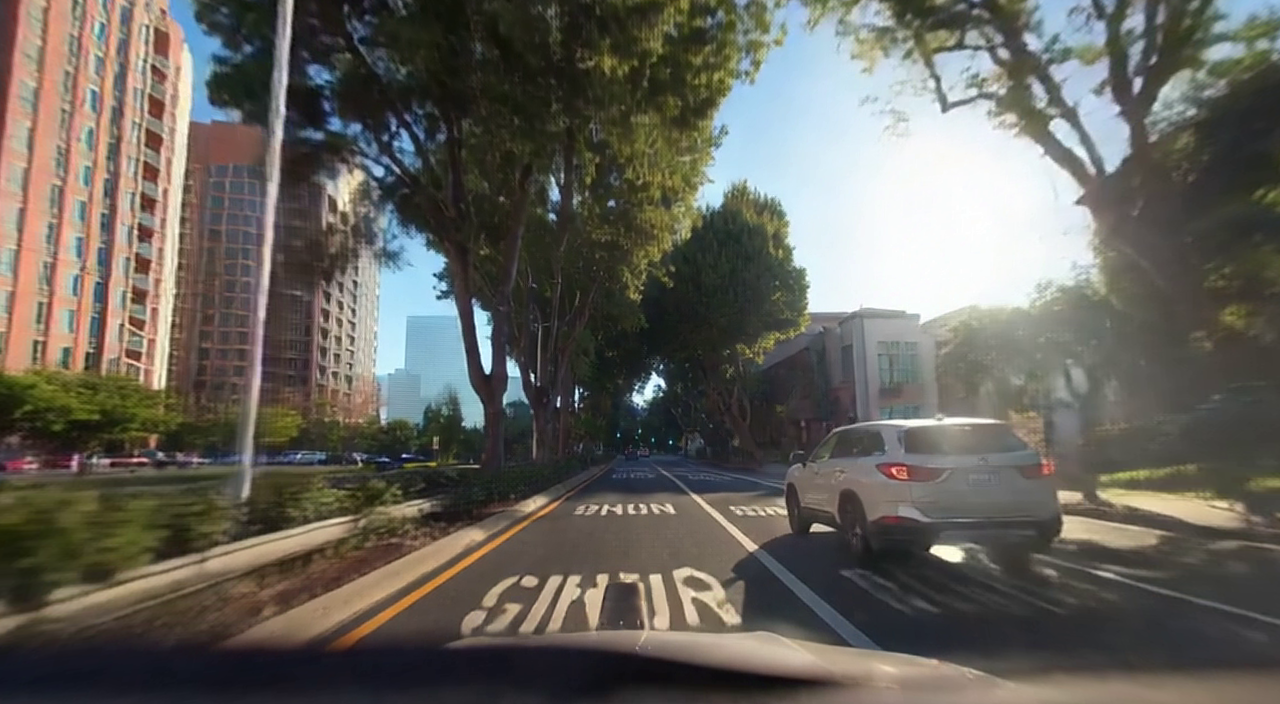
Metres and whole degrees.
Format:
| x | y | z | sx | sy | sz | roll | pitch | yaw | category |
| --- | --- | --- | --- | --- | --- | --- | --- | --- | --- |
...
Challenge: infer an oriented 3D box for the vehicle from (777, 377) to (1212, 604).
| x | y | z | sx | sy | sz | roll | pitch | yaw | category |
| --- | --- | --- | --- | --- | --- | --- | --- | --- | --- |
| 3.662 | 1.591 | 8.168 | 2.505 | 1.971 | 5.162 | 0 | -9 | -1 | vehicle |
